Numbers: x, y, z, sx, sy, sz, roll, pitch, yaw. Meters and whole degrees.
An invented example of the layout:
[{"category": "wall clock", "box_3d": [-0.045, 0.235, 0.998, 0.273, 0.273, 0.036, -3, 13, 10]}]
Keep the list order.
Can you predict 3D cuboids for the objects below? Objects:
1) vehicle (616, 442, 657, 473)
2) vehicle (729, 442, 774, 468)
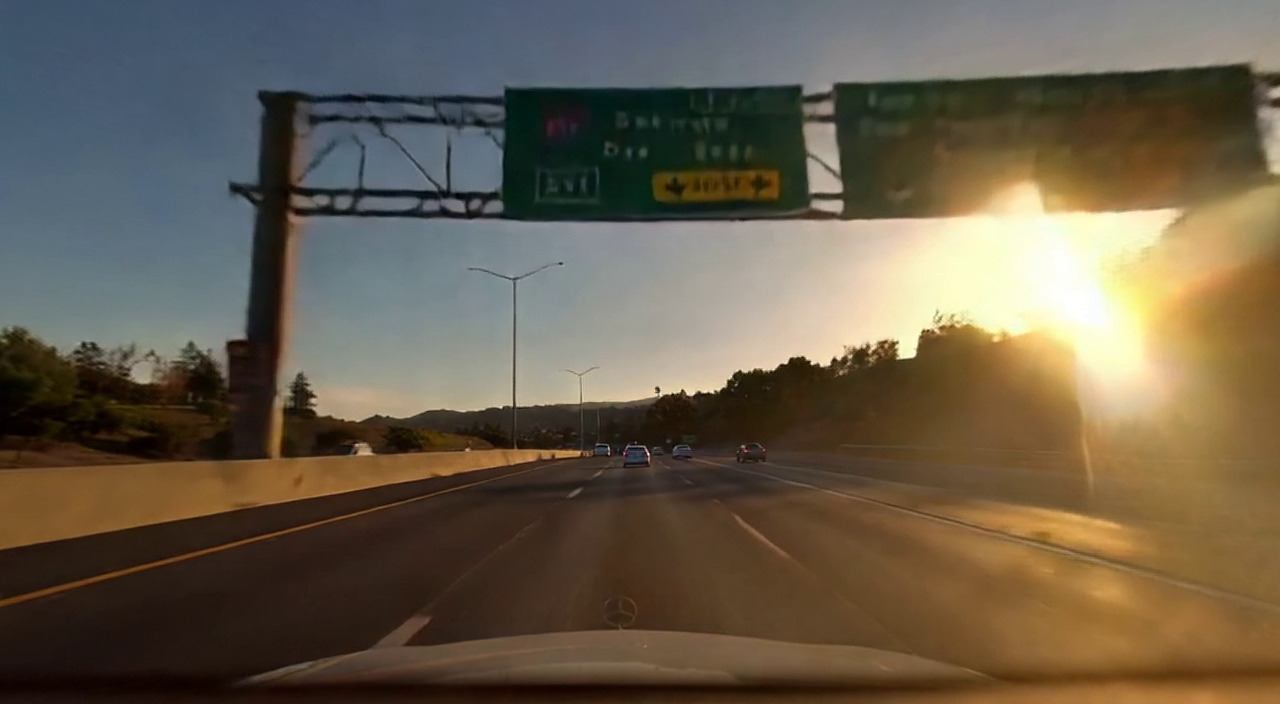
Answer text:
[{"category": "vehicle", "box_3d": [-0.214, 5.406, 32.552, 1.985, 1.457, 4.227, 0, -9, -1]}, {"category": "vehicle", "box_3d": [6.995, 6.498, 39.948, 1.935, 1.478, 4.433, 0, -9, -1]}]
